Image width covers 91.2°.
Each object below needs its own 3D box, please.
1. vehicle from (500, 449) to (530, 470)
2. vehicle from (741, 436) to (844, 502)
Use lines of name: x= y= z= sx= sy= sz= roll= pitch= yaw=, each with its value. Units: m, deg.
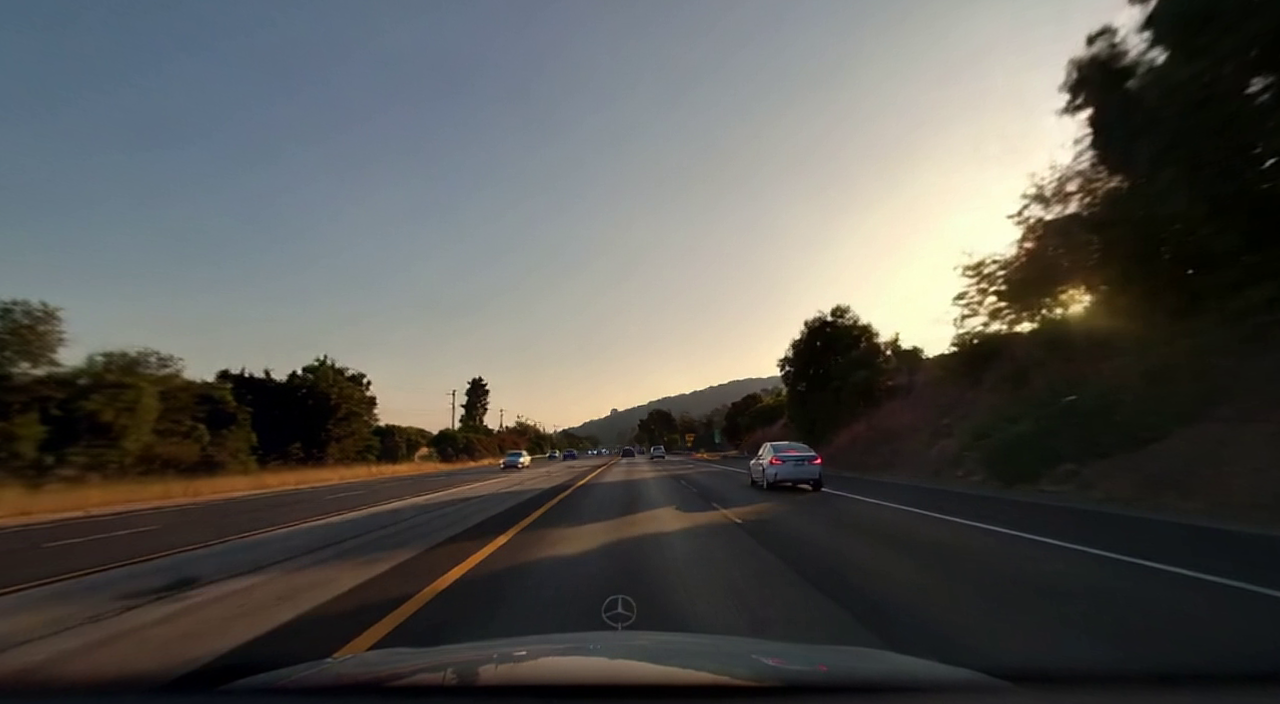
vehicle: x=-9.620 y=8.300 z=48.537 sx=1.956 sy=1.583 sz=4.227 roll=1 pitch=-9 yaw=-8
vehicle: x=4.033 y=3.158 z=17.282 sx=2.001 sy=1.555 sz=4.098 roll=-1 pitch=-9 yaw=3
